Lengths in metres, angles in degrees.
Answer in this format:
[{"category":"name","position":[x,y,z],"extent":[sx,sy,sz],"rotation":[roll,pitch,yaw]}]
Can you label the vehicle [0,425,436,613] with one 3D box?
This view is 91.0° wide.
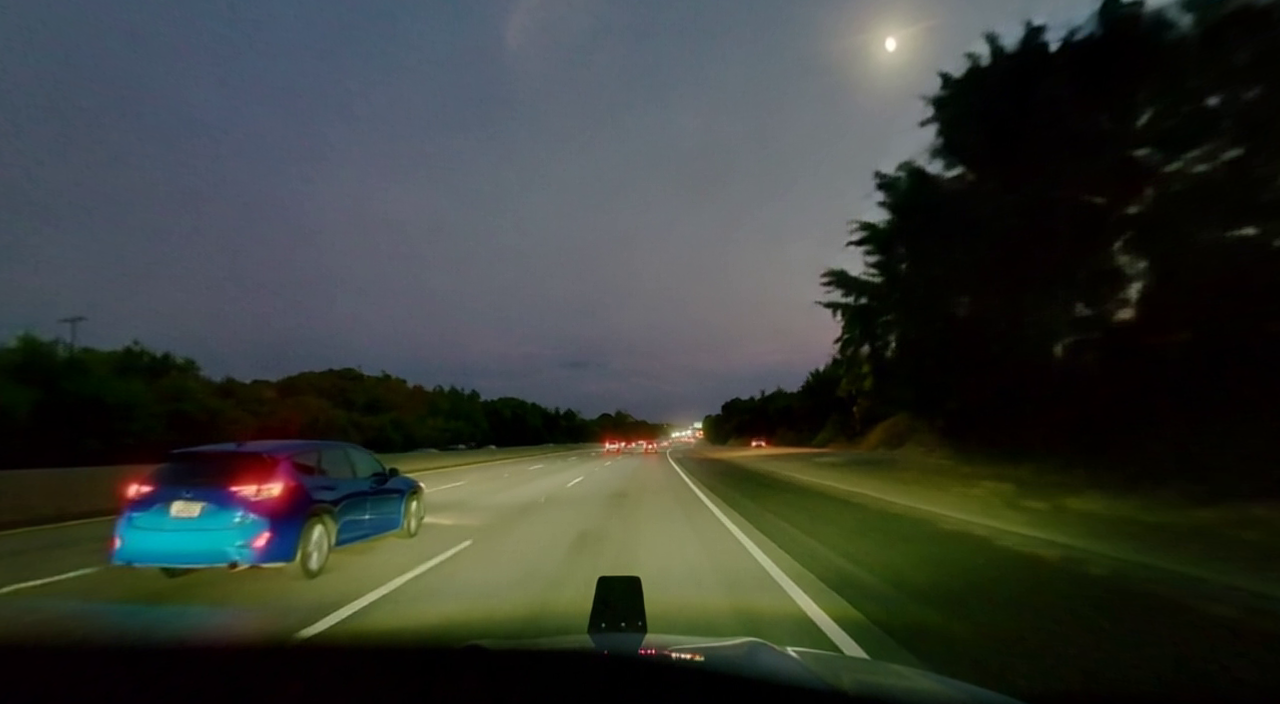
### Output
[{"category":"vehicle","position":[-4.139,1.644,7.250],"extent":[1.996,1.454,4.495],"rotation":[0,-8,1]}]
